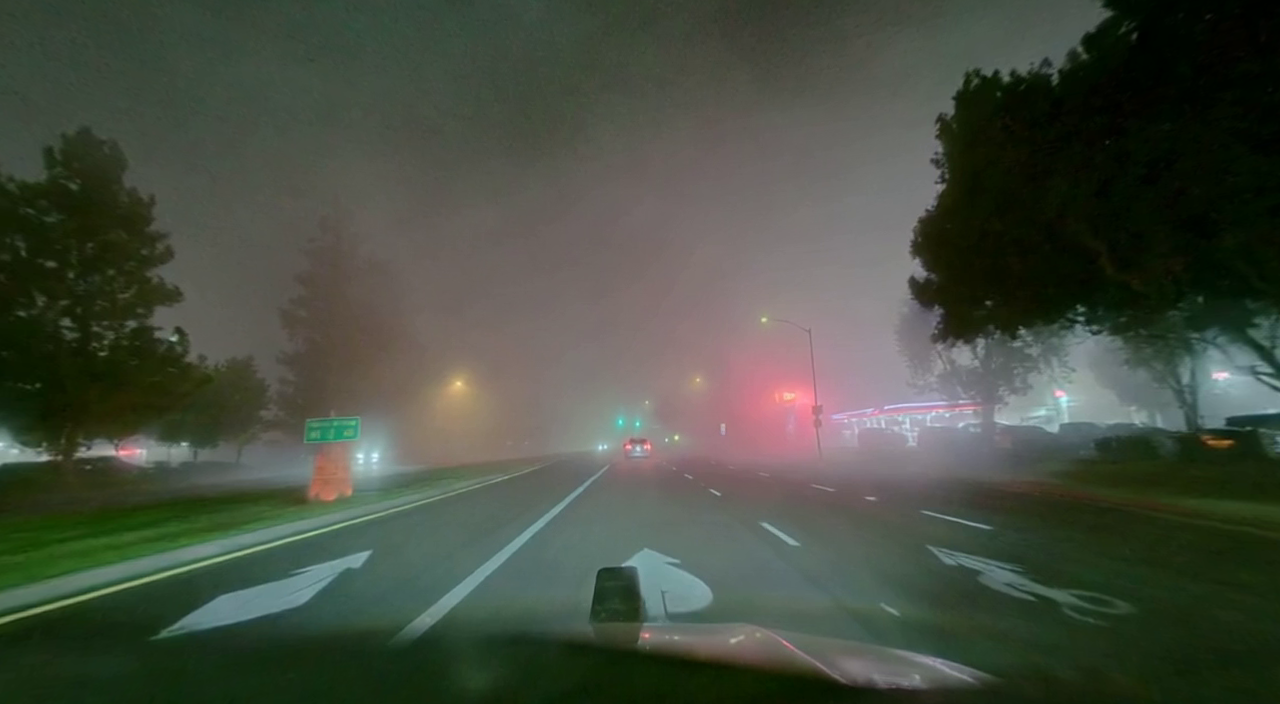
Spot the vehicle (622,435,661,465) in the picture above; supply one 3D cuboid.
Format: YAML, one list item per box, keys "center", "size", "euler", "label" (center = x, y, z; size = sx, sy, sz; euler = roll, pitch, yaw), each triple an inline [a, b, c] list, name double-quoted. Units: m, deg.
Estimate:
- center: [0.049, 5.930, 38.123]
  size: [2.213, 1.715, 4.242]
  euler: [0, -8, -1]
  label: "vehicle"

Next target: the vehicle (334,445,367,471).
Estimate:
- center: [-20.373, 7.433, 44.337]
  size: [1.909, 1.720, 4.390]
  euler: [3, -9, -24]
  label: "vehicle"
